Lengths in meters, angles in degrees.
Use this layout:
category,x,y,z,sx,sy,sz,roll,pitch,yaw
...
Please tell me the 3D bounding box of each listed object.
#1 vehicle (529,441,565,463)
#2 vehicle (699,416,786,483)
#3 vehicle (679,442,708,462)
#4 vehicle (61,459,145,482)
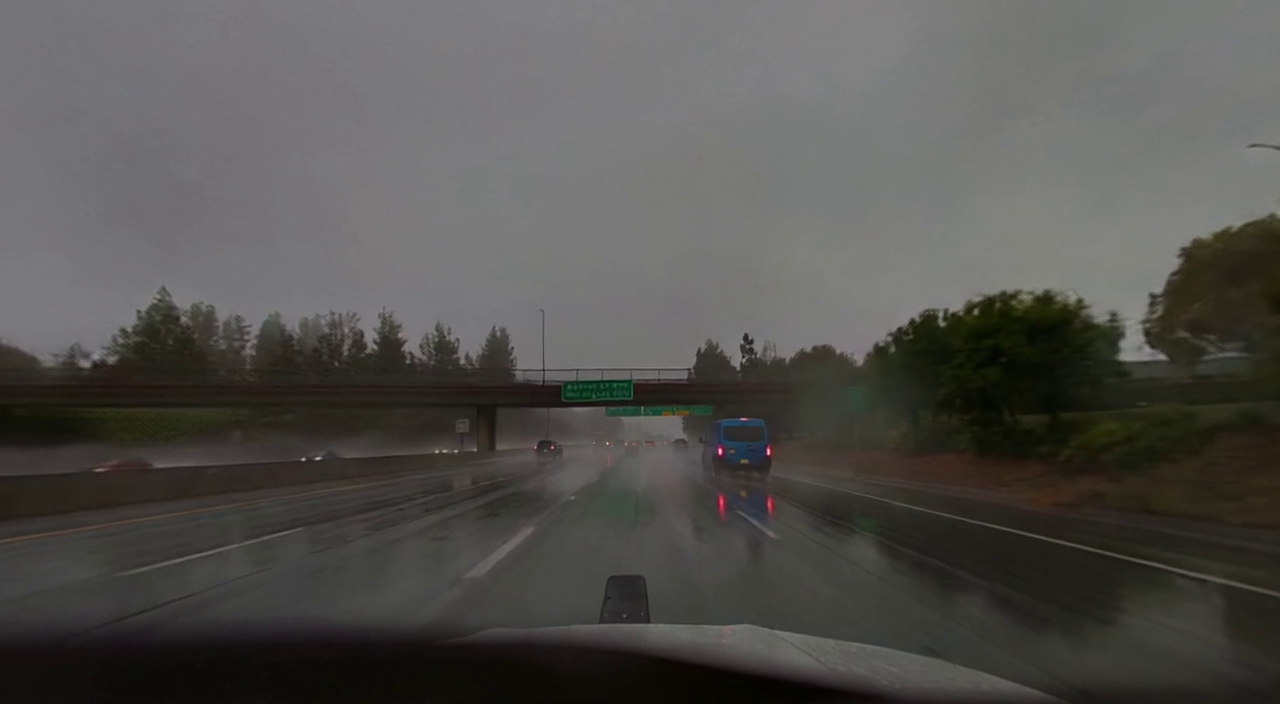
category,x,y,z,sx,sy,sz,roll,pitch,yaw
vehicle,-7.246,7.873,49.695,2.068,1.632,4.623,-1,-8,1
vehicle,3.767,3.739,24.323,2.347,2.234,5.352,0,-8,-1
vehicle,4.200,7.889,49.779,1.883,1.456,4.044,0,-8,-1
vehicle,-37.820,8.335,44.581,1.866,1.477,4.659,0,-8,0
